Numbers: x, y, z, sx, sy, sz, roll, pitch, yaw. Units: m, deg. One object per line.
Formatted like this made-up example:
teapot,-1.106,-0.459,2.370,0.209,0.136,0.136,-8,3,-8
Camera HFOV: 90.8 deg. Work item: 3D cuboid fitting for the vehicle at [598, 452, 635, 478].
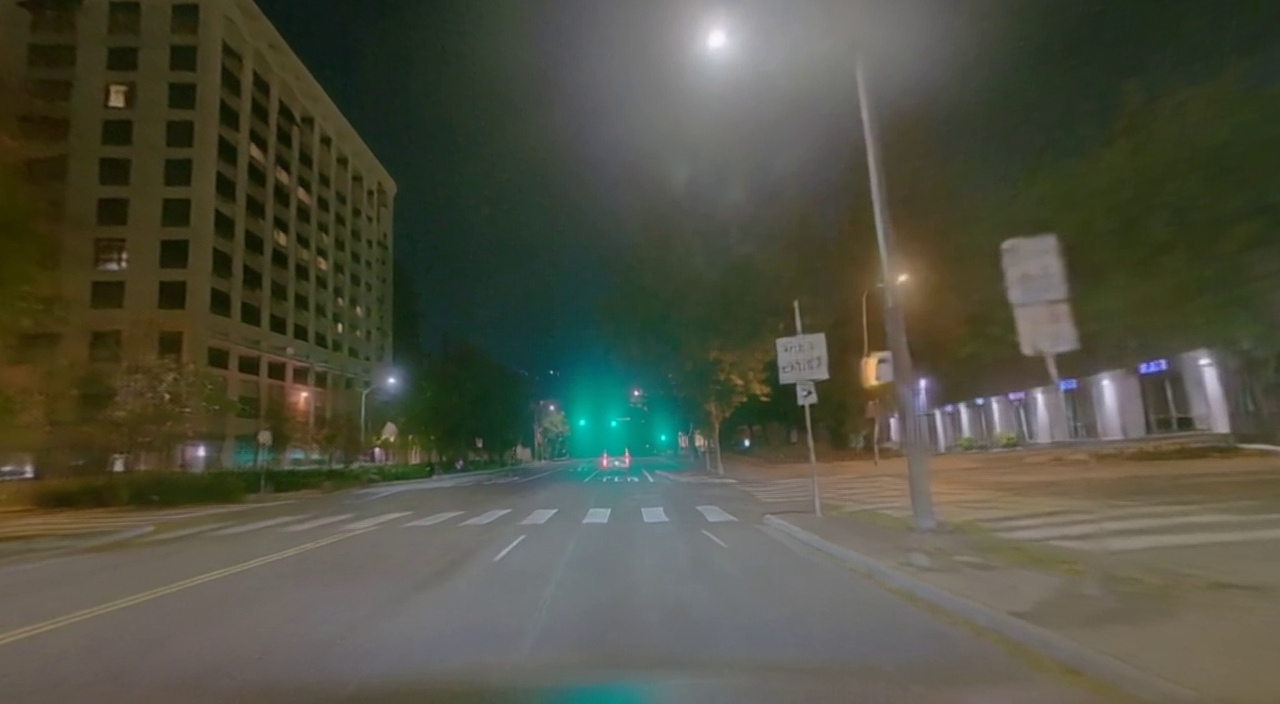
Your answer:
vehicle,-1.408,6.918,38.811,2.131,1.474,4.146,0,-9,-2
